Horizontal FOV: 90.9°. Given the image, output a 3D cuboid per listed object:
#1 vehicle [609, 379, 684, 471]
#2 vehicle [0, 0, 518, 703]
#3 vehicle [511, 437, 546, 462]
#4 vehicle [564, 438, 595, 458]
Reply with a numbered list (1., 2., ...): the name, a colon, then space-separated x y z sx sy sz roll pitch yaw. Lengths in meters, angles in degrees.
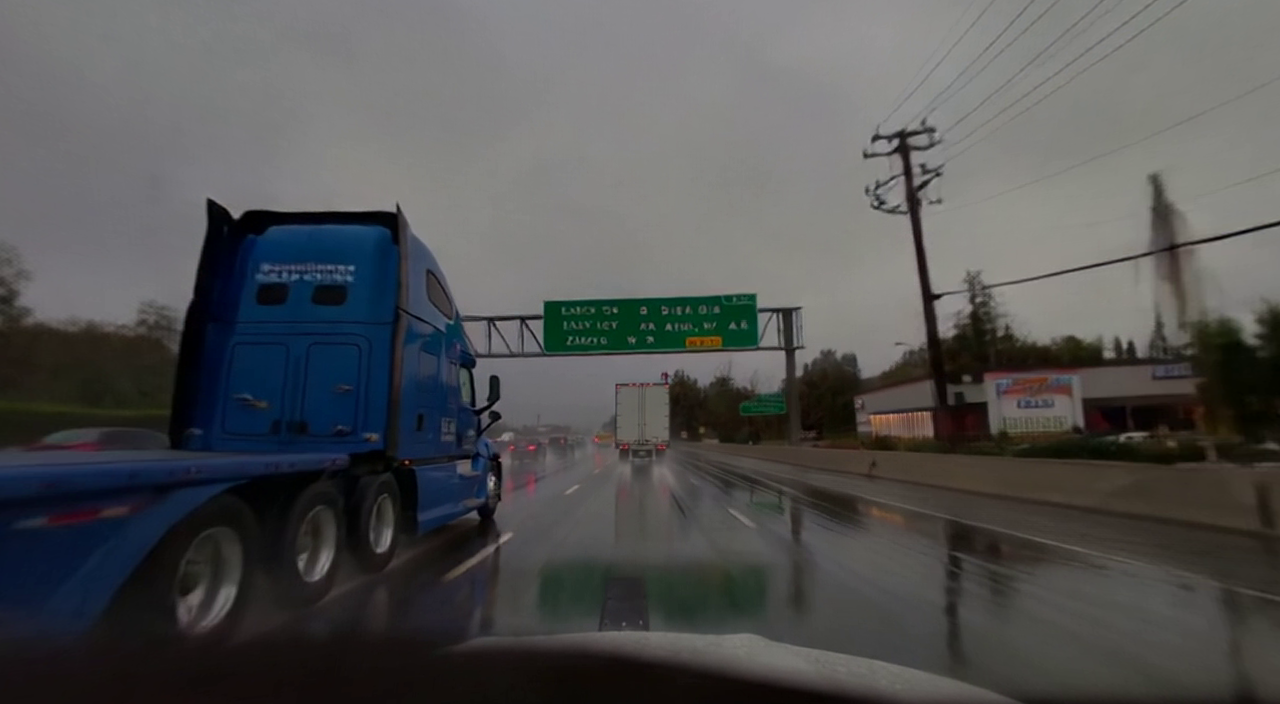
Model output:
1. vehicle: 0.266 3.614 29.922 2.941 3.604 9.851 0 -9 0
2. vehicle: -3.891 0.405 7.576 3.061 3.891 8.658 0 -9 0
3. vehicle: -7.163 6.290 40.712 1.736 1.580 2.778 0 -9 0
4. vehicle: -4.557 7.320 48.062 1.933 1.459 4.478 0 -9 -1
